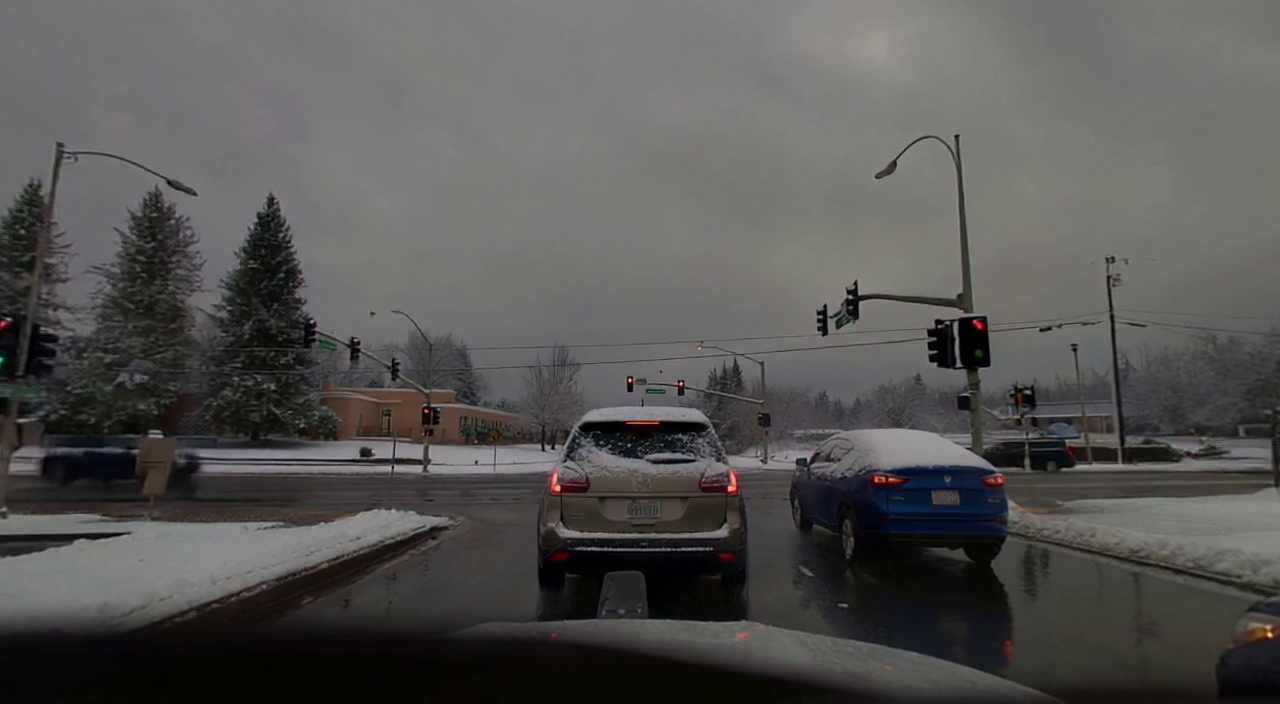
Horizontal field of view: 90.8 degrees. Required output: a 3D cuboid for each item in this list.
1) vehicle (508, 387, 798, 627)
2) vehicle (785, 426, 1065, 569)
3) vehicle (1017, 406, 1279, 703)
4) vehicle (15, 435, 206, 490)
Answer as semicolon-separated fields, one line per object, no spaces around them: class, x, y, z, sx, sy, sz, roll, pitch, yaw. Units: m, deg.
vehicle;0.098;1.494;7.062;2.170;1.793;4.468;0;-8;0
vehicle;3.520;1.858;8.861;1.861;1.495;4.215;0;-8;-1
vehicle;3.166;0.815;1.429;1.924;1.466;4.461;0;-8;1
vehicle;-18.249;3.795;21.972;4.687;1.791;2.044;0;-8;0
